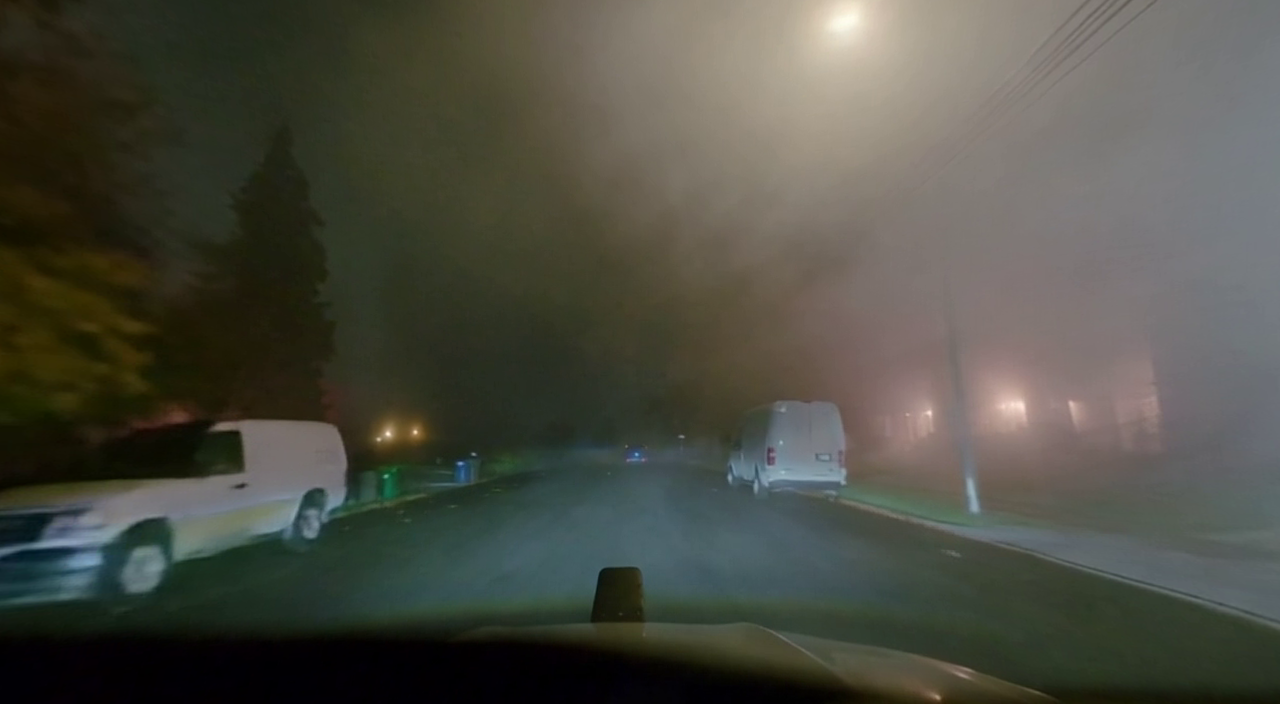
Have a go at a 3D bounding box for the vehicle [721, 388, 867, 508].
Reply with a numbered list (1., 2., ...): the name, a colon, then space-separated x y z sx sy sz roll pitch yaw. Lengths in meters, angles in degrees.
1. vehicle: 3.983 2.700 17.804 2.384 2.791 5.899 1 -9 -2

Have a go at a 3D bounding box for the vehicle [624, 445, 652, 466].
1. vehicle: -0.185 8.066 49.404 2.062 1.509 4.305 0 -8 -1

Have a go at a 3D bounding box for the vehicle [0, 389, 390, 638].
1. vehicle: -5.804 1.811 8.604 2.284 2.119 5.984 -4 -7 1
